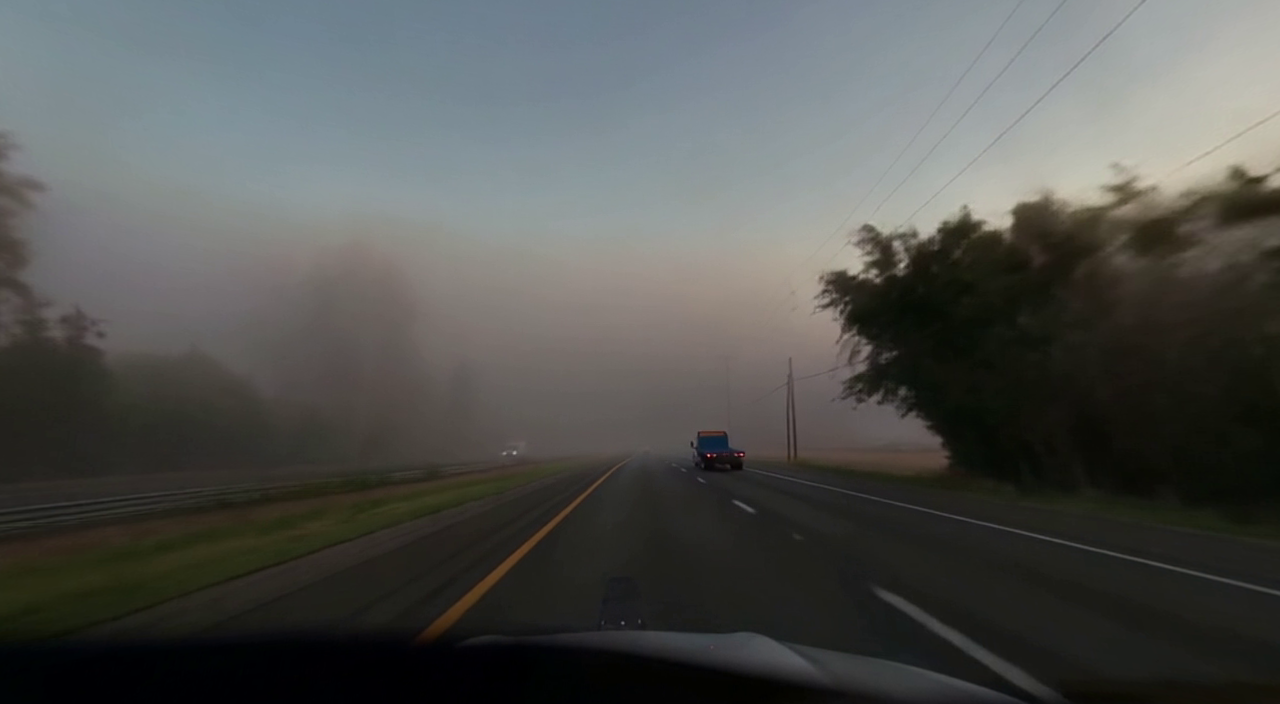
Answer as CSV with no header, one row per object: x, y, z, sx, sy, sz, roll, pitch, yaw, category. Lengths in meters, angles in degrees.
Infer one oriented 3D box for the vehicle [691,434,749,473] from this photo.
4.077,5.275,32.930,2.228,1.852,5.449,0,-8,-1,vehicle
